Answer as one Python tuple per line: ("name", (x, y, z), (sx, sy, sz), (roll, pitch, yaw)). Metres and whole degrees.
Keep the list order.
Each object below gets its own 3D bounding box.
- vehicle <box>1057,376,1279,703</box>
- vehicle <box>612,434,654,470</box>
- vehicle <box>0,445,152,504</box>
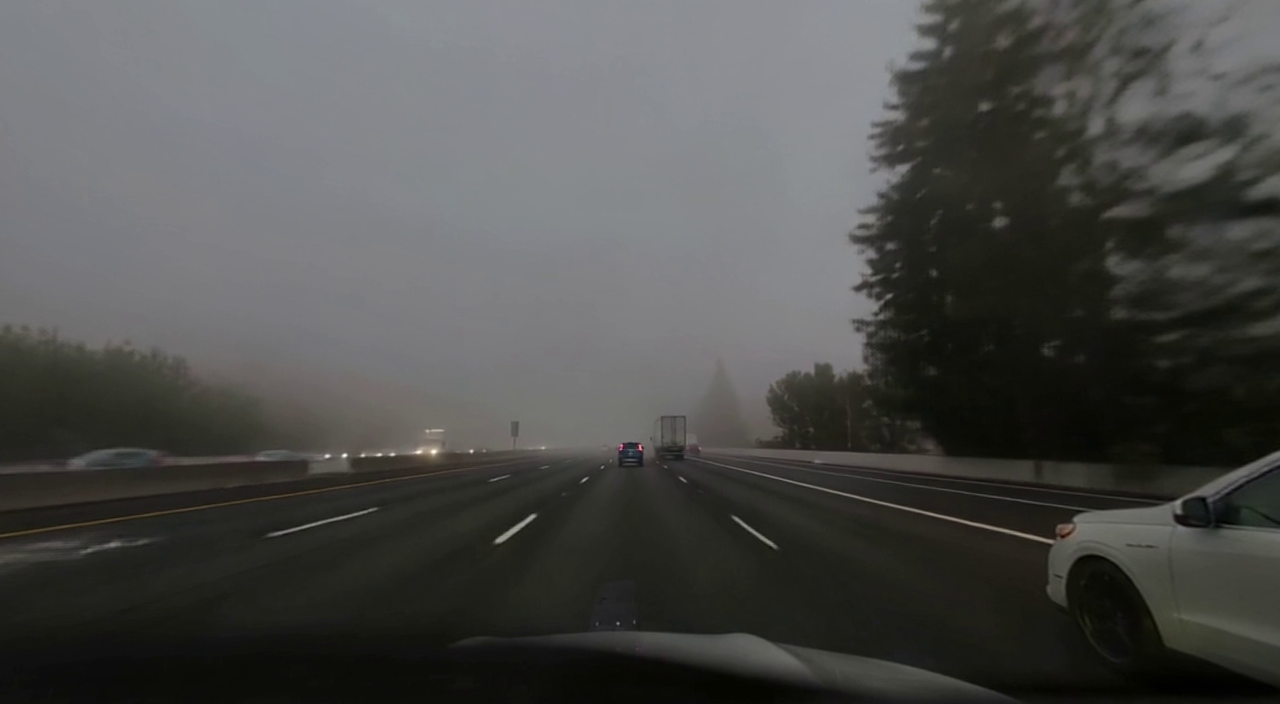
("vehicle", (3.528, 0.764, 1.597), (1.950, 1.596, 4.326), (0, -8, 0))
("vehicle", (-0.417, 5.758, 36.578), (2.297, 1.912, 4.355), (0, -8, -1))
("vehicle", (-18.450, 3.764, 20.028), (2.031, 1.618, 4.888), (0, -8, 0))
